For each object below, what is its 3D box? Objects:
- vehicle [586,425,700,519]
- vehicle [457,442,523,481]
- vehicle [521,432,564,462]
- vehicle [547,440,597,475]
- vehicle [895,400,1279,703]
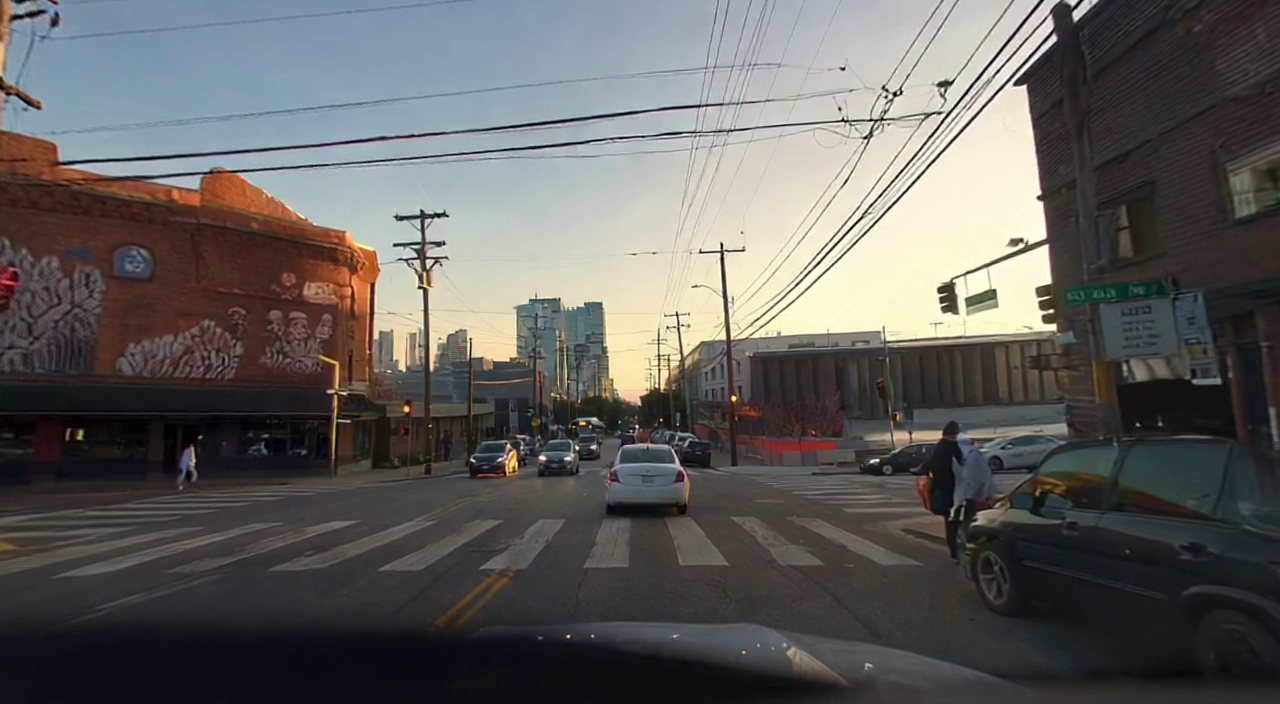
[{"bbox_3d":[0.045,2.606,14.245,2.190,1.783,4.048,0,-8,0],"label":"vehicle"},{"bbox_3d":[-7.042,5.172,30.240,1.892,1.706,5.224,0,-8,0],"label":"vehicle"},{"bbox_3d":[-7.052,6.954,46.187,2.127,2.034,5.559,0,-8,1],"label":"vehicle"},{"bbox_3d":[-3.384,5.312,32.018,2.055,1.660,3.954,0,-8,1],"label":"vehicle"},{"bbox_3d":[3.480,1.150,3.798,1.949,1.521,4.445,0,-8,-1],"label":"vehicle"}]
